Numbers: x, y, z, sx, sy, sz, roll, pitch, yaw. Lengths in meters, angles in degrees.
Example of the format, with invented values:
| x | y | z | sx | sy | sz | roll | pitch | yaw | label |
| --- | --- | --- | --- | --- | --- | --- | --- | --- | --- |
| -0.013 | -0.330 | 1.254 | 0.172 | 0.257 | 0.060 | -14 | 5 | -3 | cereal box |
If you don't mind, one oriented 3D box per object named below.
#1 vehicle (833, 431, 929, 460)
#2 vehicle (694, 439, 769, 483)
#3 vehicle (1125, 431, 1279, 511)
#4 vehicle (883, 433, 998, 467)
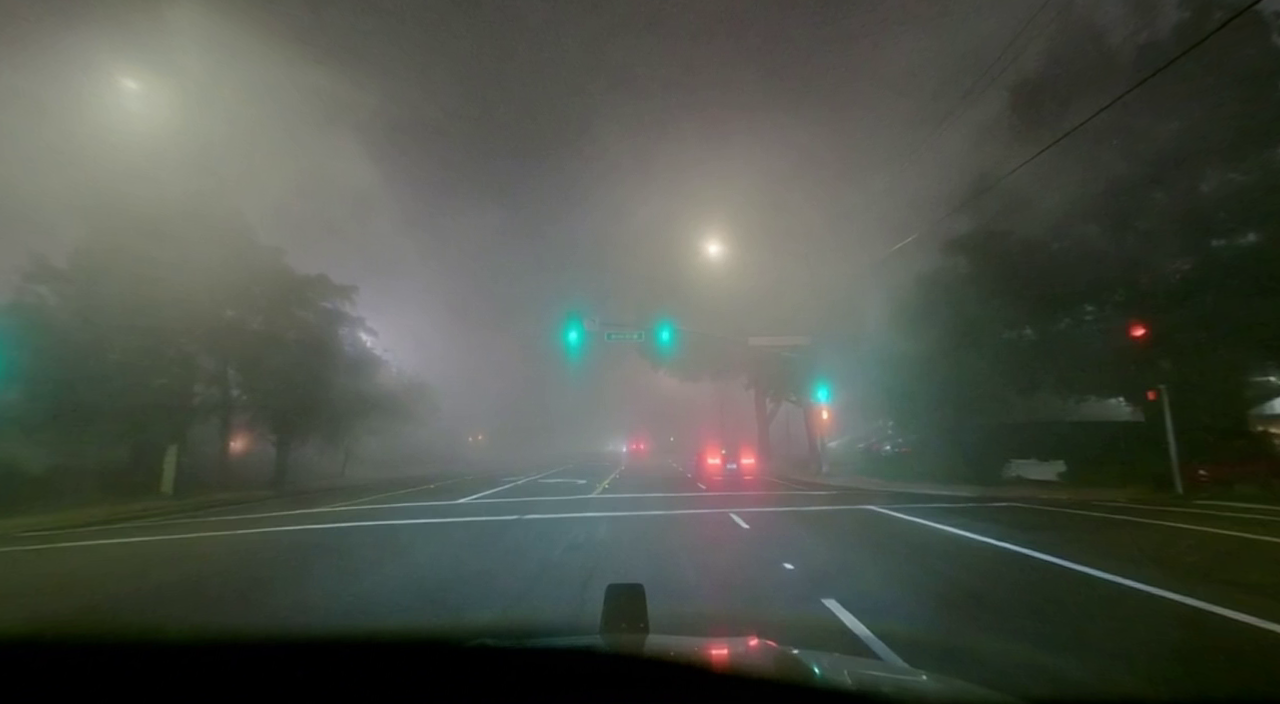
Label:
| x | y | z | sx | sy | sz | roll | pitch | yaw | label |
| --- | --- | --- | --- | --- | --- | --- | --- | --- | --- |
| 13.828 | 5.392 | 36.331 | 4.689 | 1.583 | 1.947 | 0 | -8 | -1 | vehicle |
| 3.306 | 4.018 | 23.666 | 2.134 | 1.476 | 4.327 | 0 | -8 | 0 | vehicle |
| 12.983 | 2.452 | 13.230 | 3.807 | 1.554 | 1.995 | -1 | -8 | 9 | vehicle |
| 14.476 | 4.753 | 30.599 | 4.514 | 1.546 | 2.044 | -1 | -8 | 4 | vehicle |
